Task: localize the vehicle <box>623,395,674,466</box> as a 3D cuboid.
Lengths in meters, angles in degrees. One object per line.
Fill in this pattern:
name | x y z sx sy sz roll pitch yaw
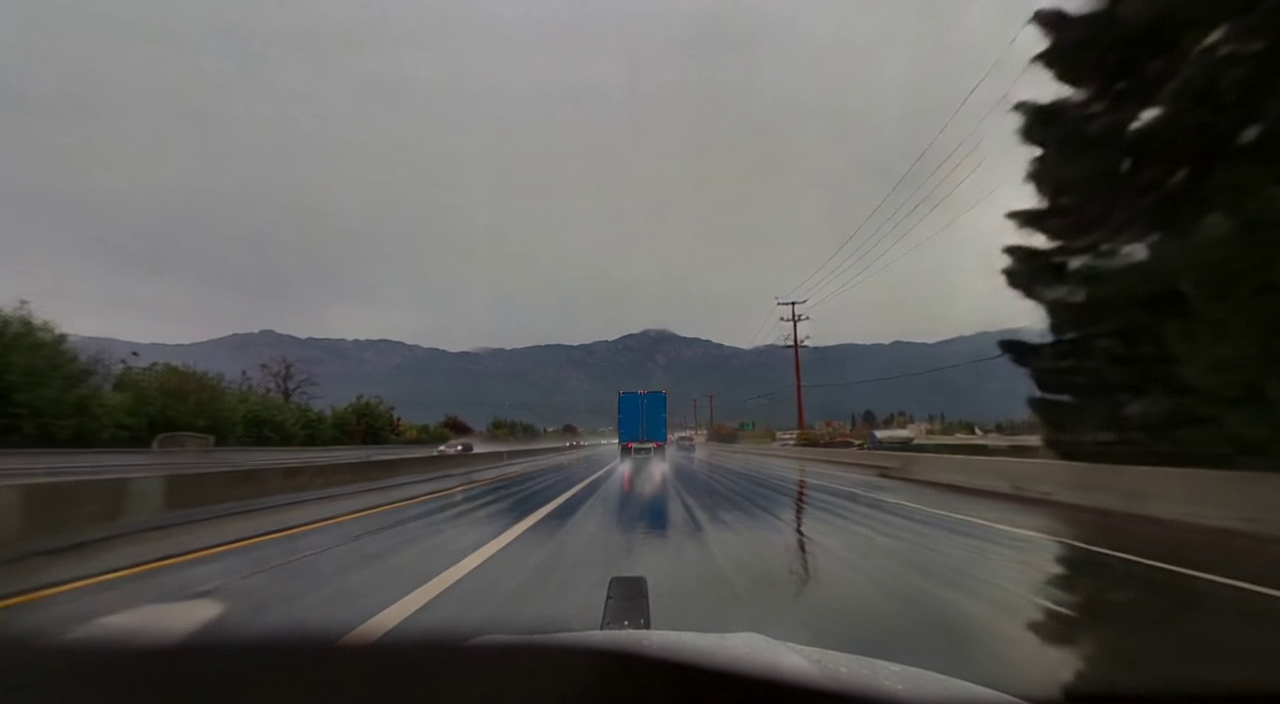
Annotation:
vehicle | 0.429 5.353 42.107 2.919 4.101 11.541 0 -8 -1
